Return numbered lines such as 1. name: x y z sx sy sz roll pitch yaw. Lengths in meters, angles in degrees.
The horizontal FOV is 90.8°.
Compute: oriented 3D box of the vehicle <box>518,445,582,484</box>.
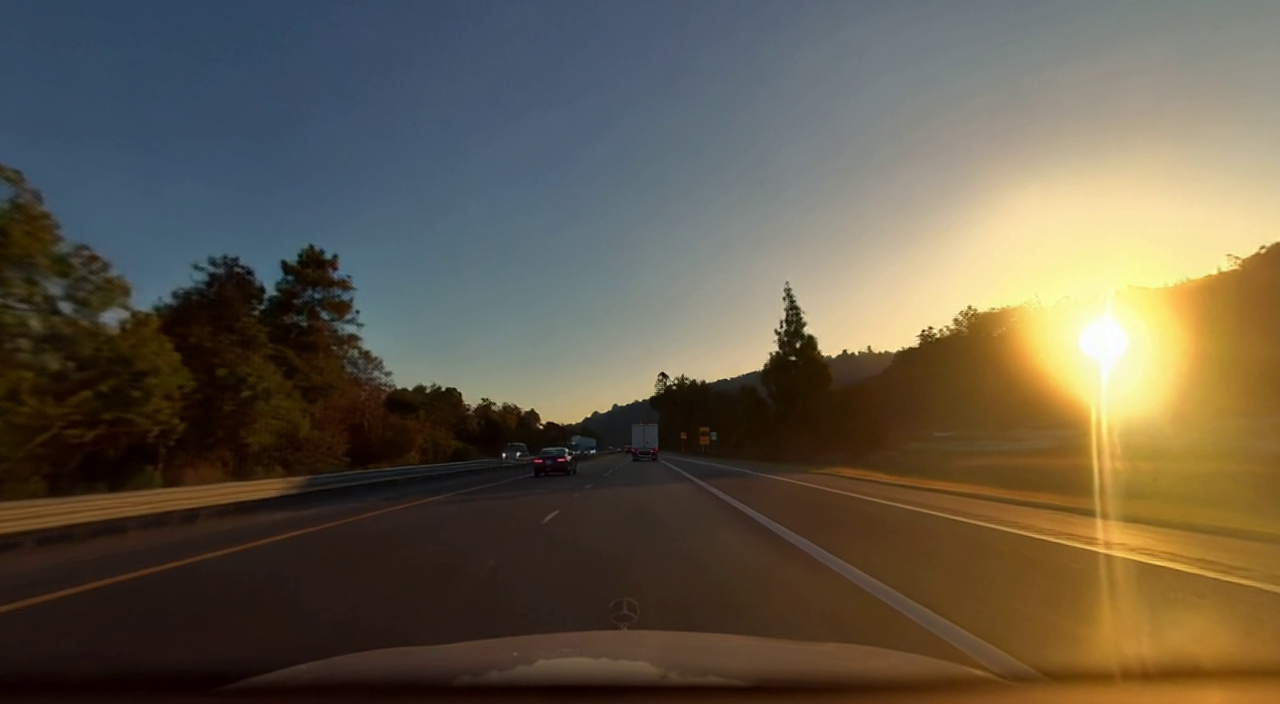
1. vehicle: -3.598 4.559 25.898 1.955 1.438 4.100 -1 -9 1
